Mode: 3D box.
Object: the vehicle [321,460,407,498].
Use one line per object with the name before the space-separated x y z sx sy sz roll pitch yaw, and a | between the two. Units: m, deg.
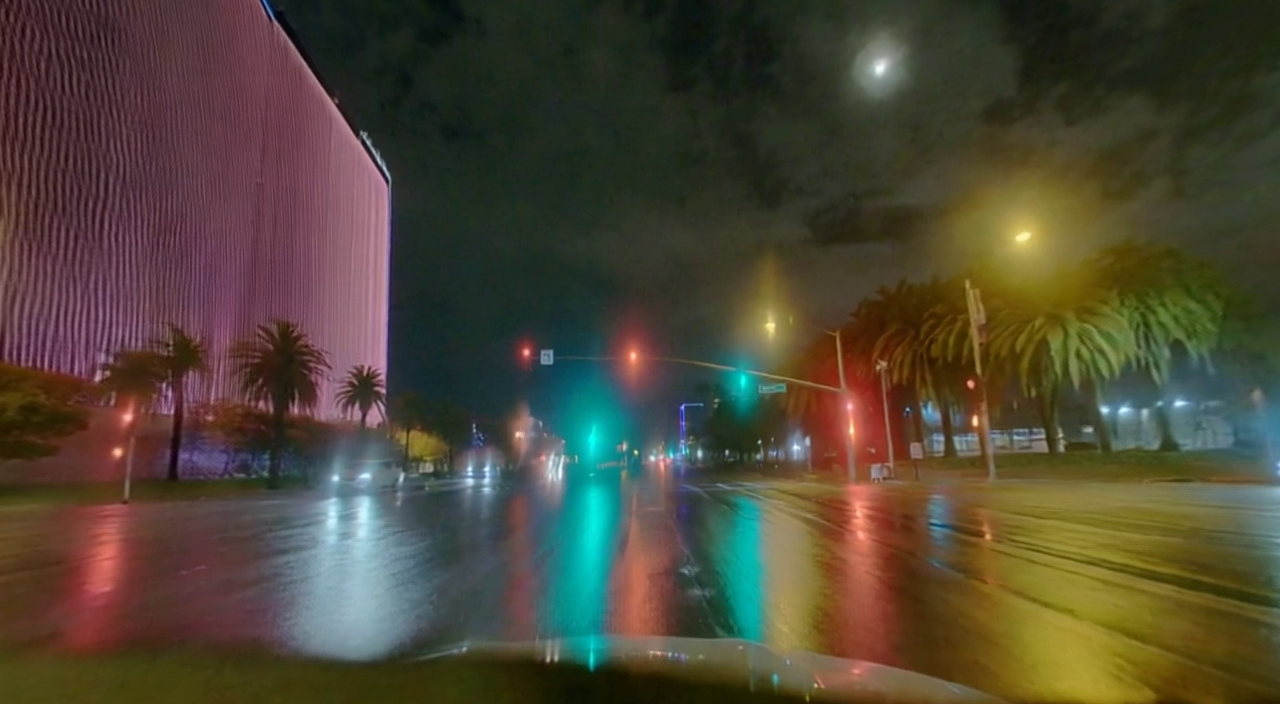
vehicle | -12.825 5.902 29.684 2.038 1.624 4.292 0 -9 0
